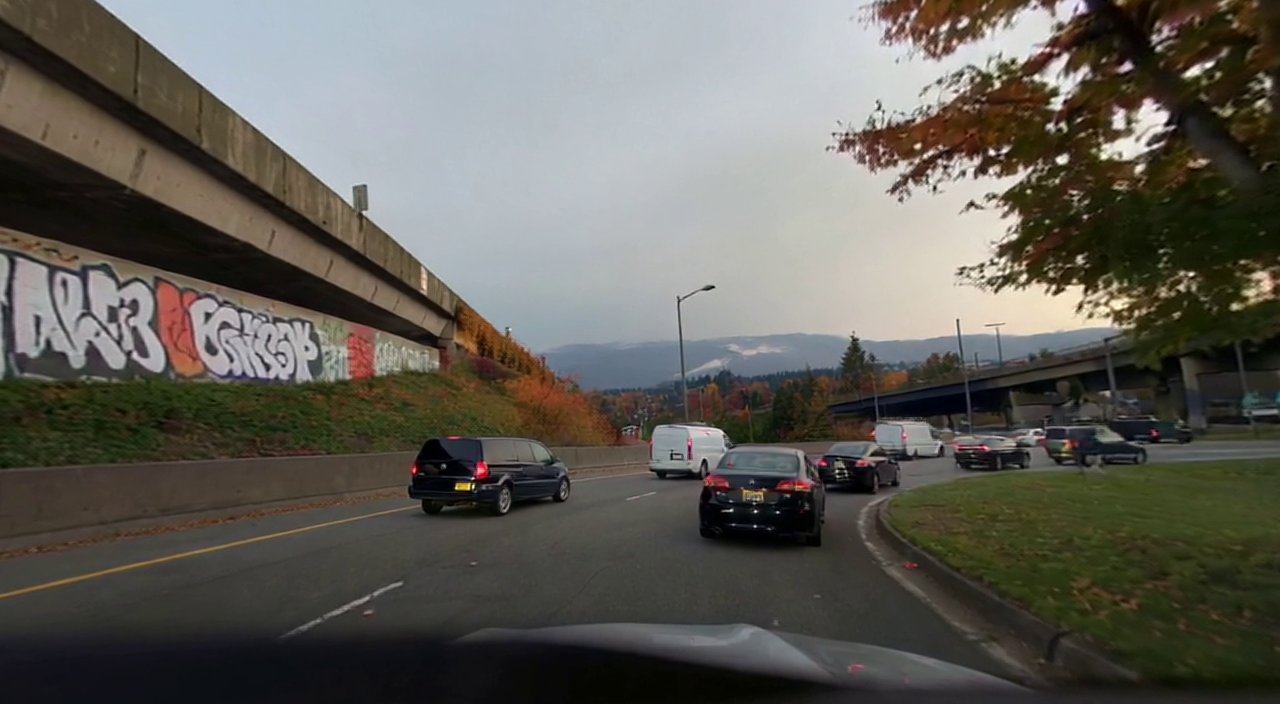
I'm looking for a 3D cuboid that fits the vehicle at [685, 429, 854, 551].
[{"bbox_3d":[2.243,2.073,10.037,2.064,1.515,3.722,-4,-9,20],"label":"vehicle"}]

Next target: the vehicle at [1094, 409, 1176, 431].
[{"bbox_3d":[36.833,5.112,46.721,1.835,1.520,4.294,4,-10,-27],"label":"vehicle"}]

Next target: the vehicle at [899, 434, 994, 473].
[{"bbox_3d":[12.324,4.041,25.085,3.902,1.446,1.780,7,-11,-37],"label":"vehicle"}]

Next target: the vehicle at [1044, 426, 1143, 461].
[{"bbox_3d":[20.899,4.235,28.868,3.934,1.485,1.763,4,-10,-22],"label":"vehicle"}]

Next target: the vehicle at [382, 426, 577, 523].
[{"bbox_3d":[-2.874,2.320,12.339,1.921,1.554,4.081,-3,-9,15],"label":"vehicle"}]

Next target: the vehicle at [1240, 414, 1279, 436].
[{"bbox_3d":[49.540,5.643,48.527,1.784,1.576,4.027,6,-11,-35],"label":"vehicle"}]
